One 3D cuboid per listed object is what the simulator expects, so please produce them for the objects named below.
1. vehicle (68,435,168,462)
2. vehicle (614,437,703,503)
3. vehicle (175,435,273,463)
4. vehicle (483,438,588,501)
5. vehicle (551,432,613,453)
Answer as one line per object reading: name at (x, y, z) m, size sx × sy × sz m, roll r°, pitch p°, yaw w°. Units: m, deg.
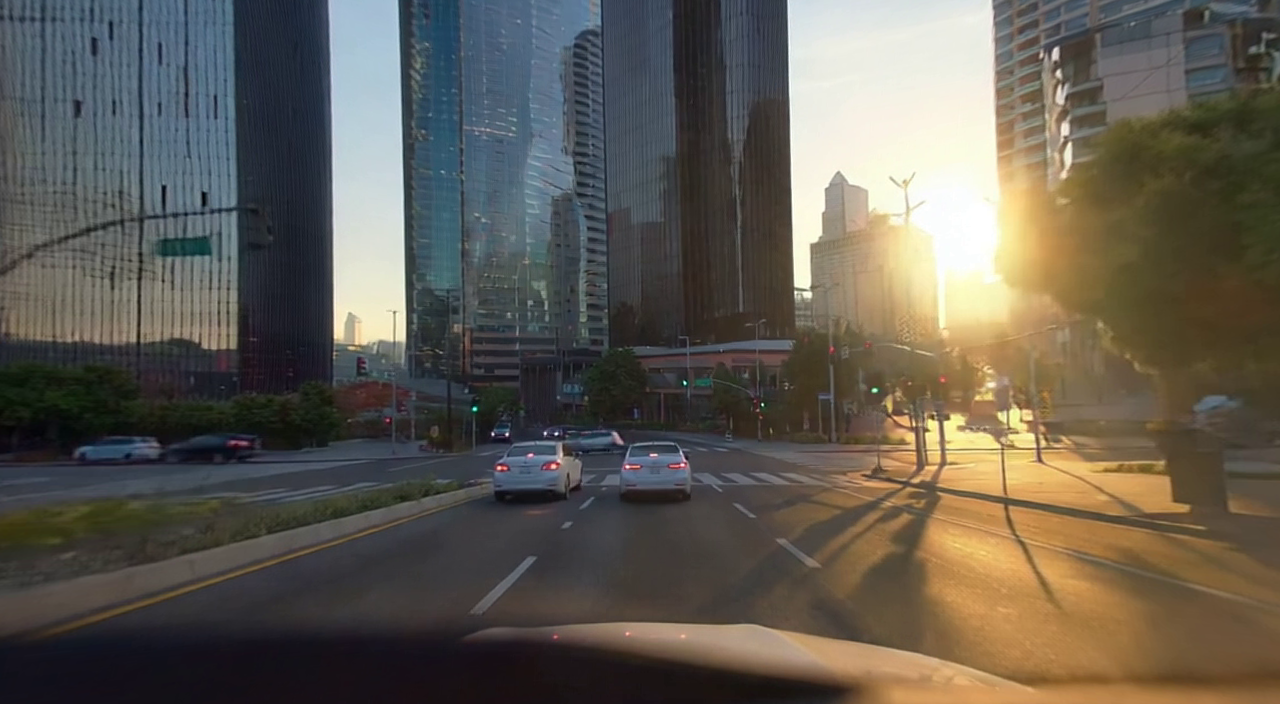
vehicle at (-34.448, 6.392, 41.864) m, size 4.410 × 1.656 × 2.302 m, roll 2°, pitch -9°, yaw -12°
vehicle at (0.429, 2.972, 16.306) m, size 2.016 × 1.478 × 3.795 m, roll 0°, pitch -9°, yaw 0°
vehicle at (-26.298, 6.142, 40.111) m, size 4.694 × 1.677 × 1.847 m, roll 2°, pitch -9°, yaw -13°
vehicle at (-2.683, 3.159, 17.393) m, size 1.995 × 1.479 × 4.627 m, roll 0°, pitch -9°, yaw 1°
vehicle at (-4.408, 6.827, 47.763) m, size 4.533 × 1.520 × 1.887 m, roll 1°, pitch -9°, yaw -9°
